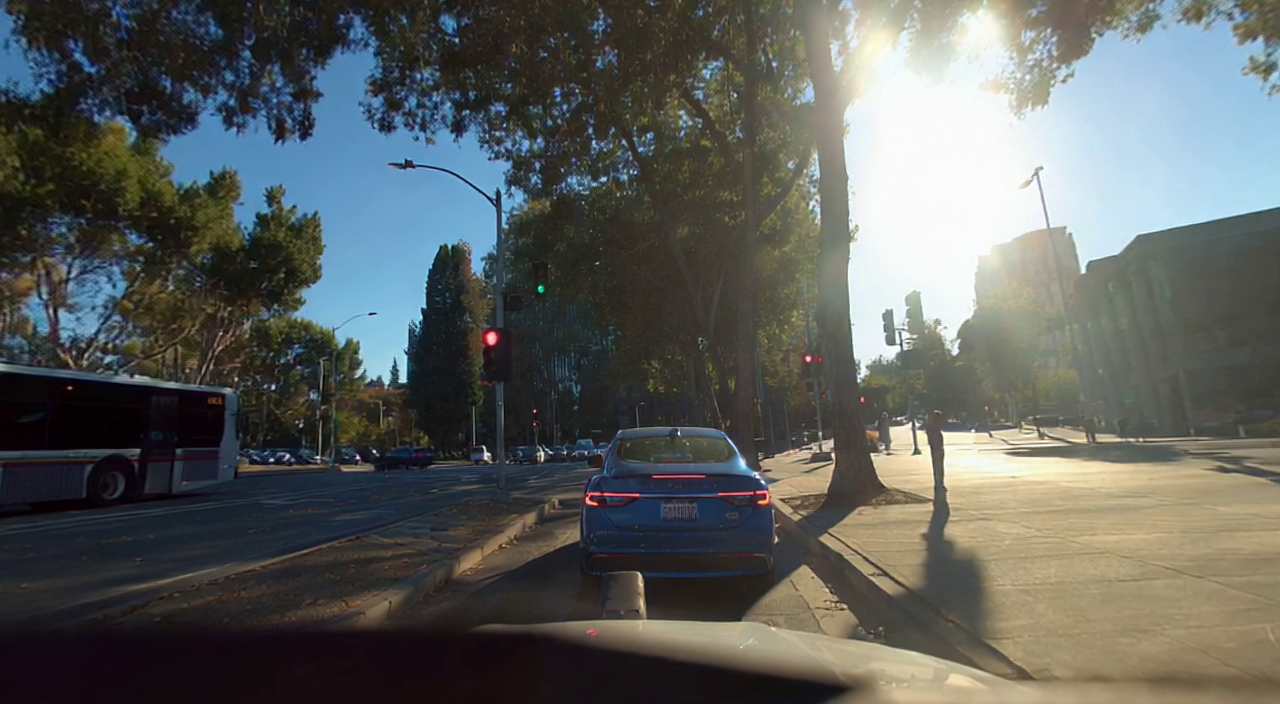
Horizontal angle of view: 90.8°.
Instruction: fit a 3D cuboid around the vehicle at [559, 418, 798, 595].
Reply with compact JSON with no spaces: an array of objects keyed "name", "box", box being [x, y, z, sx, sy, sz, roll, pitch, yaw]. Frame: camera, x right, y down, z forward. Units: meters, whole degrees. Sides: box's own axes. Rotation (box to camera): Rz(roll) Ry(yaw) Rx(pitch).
[{"name":"vehicle","box":[0.366,1.613,7.387,2.035,1.499,3.799,0,-8,1]}]
